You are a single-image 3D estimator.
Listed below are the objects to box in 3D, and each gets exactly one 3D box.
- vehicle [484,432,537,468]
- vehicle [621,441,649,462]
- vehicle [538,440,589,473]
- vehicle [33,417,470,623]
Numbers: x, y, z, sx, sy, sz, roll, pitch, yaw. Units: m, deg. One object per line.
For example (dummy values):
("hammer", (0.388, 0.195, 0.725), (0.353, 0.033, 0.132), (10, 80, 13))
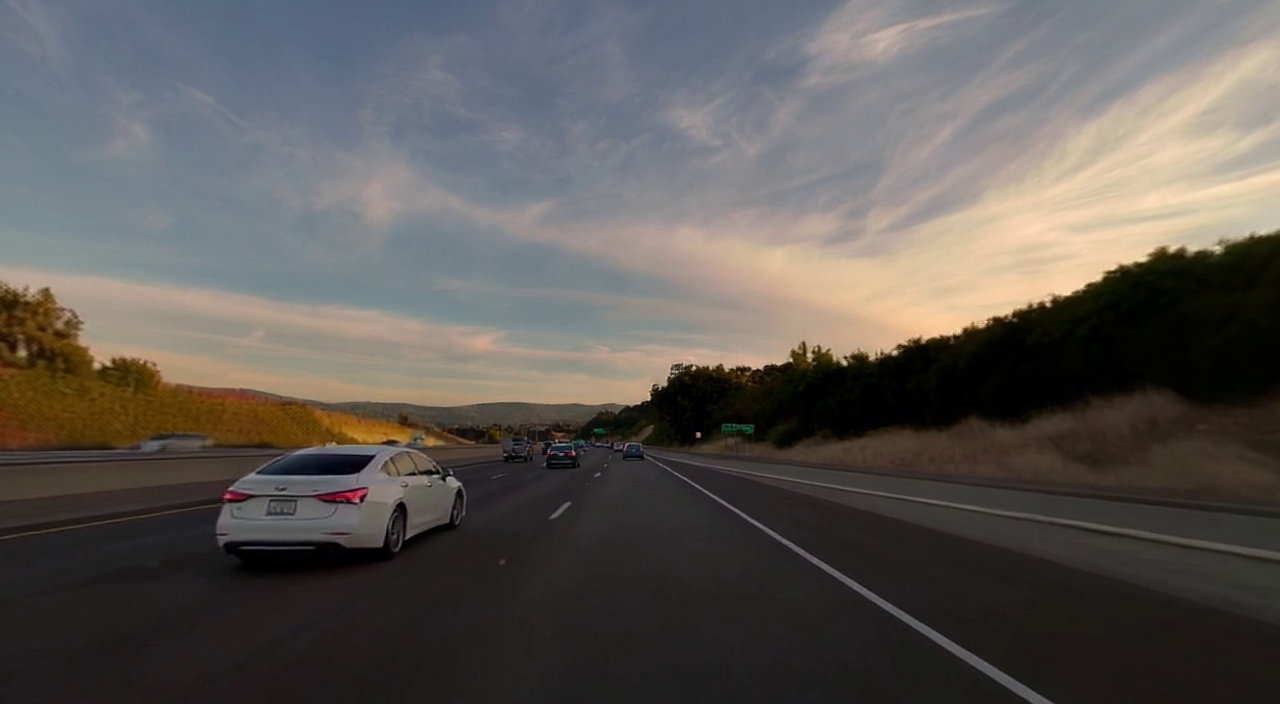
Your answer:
("vehicle", (-7.733, 5.905, 38.288), (2.171, 1.982, 5.246), (0, -8, -1))
("vehicle", (-0.426, 7.716, 49.059), (2.018, 1.508, 4.087), (0, -8, -2))
("vehicle", (-3.732, 5.174, 31.606), (2.068, 1.501, 4.395), (0, -8, -1))
("vehicle", (-3.474, 1.573, 6.952), (2.025, 1.506, 4.429), (0, -8, -1))
